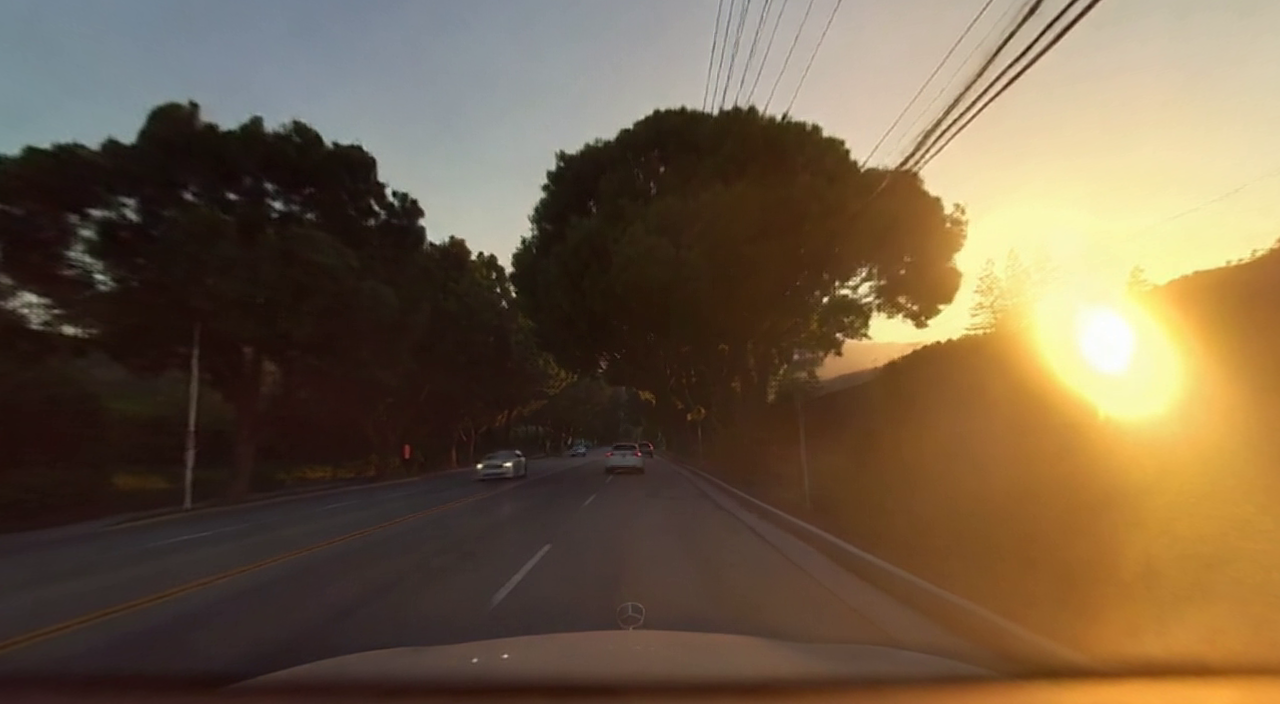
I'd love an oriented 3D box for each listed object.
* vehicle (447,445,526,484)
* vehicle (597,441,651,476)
[{"bbox_3d":[-6.373,4.703,26.753,2.142,1.436,4.612,-2,-9,1],"label":"vehicle"},{"bbox_3d":[-0.643,4.832,28.920,2.153,1.461,4.374,-1,-9,3],"label":"vehicle"}]
